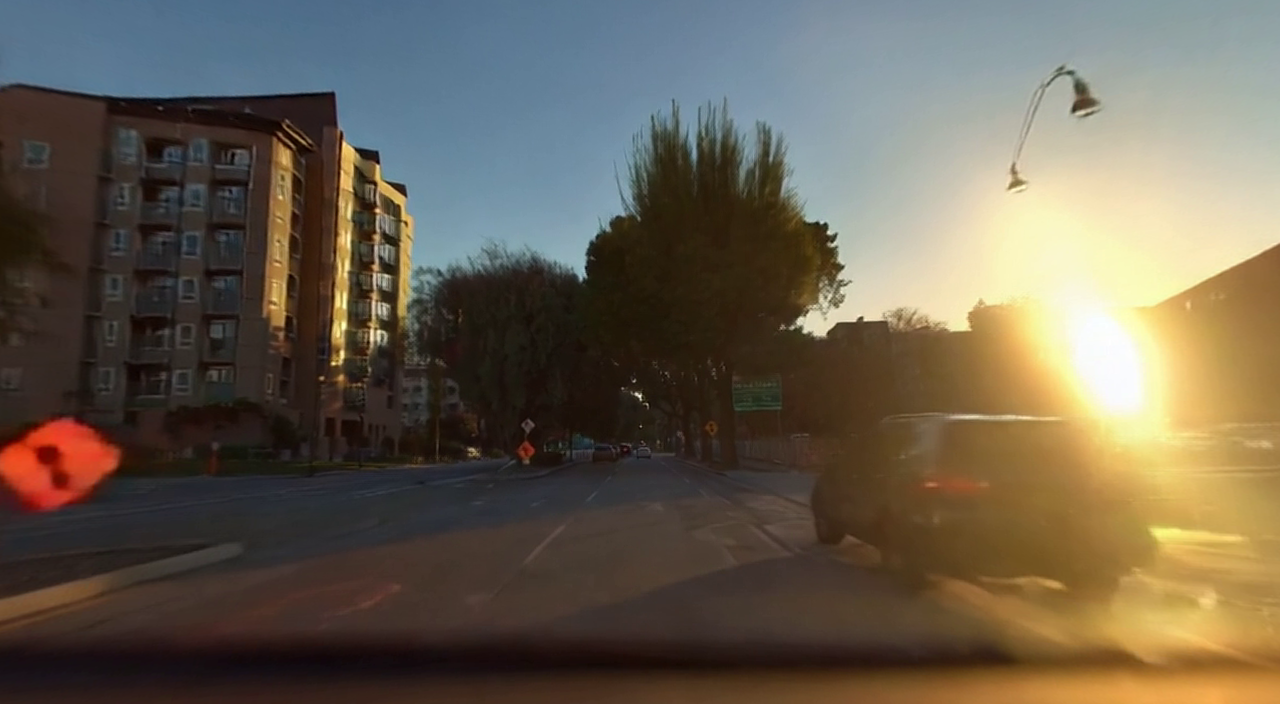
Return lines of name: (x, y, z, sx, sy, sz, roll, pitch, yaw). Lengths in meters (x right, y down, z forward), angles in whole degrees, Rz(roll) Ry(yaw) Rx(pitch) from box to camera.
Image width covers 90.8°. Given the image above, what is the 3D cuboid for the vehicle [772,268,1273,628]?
vehicle: (3.247, 0.873, 6.438, 2.849, 2.686, 3.176, -1, -8, -4)
